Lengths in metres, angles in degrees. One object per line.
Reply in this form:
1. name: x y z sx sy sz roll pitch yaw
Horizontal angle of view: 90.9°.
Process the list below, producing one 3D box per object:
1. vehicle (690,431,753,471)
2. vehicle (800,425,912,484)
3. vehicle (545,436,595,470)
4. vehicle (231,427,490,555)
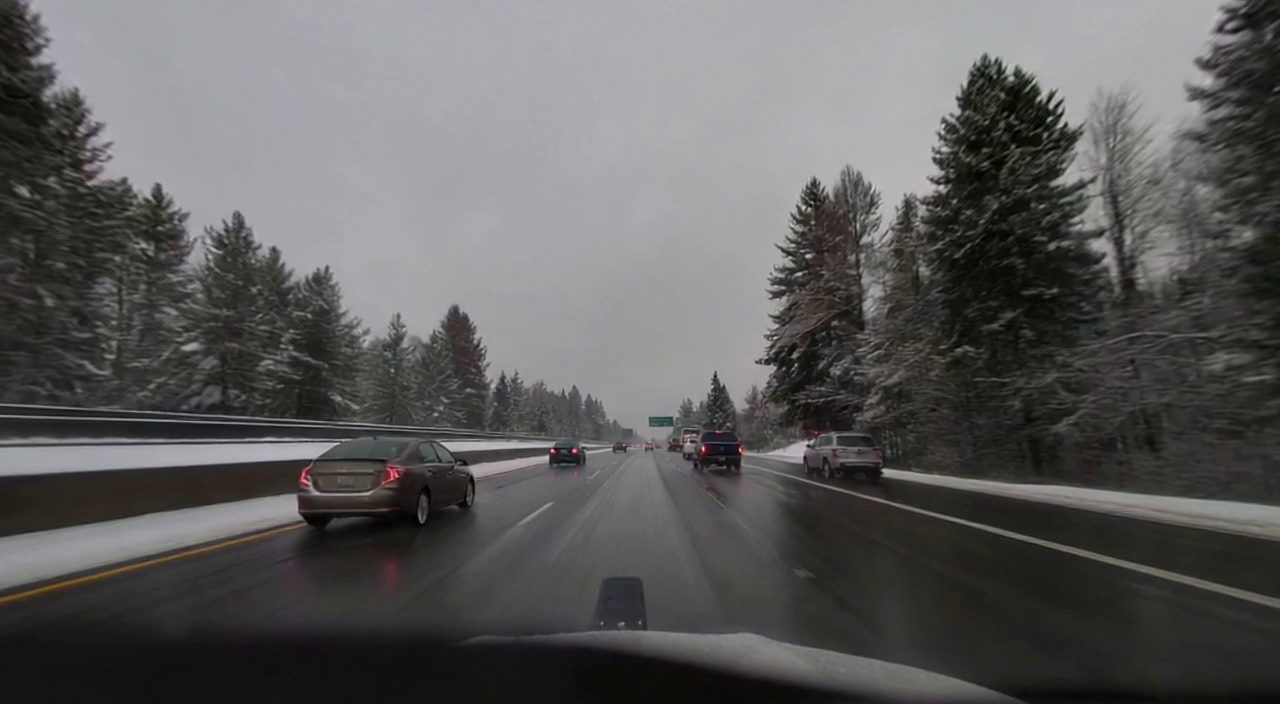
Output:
1. vehicle: 4.201 5.236 33.506 2.517 1.935 5.552 0 -8 -1
2. vehicle: 7.989 3.868 24.089 2.291 1.968 5.662 0 -8 0
3. vehicle: -3.510 5.148 32.351 2.020 1.628 4.248 0 -8 1
4. vehicle: -3.772 1.936 9.481 1.978 1.473 4.073 0 -8 1
